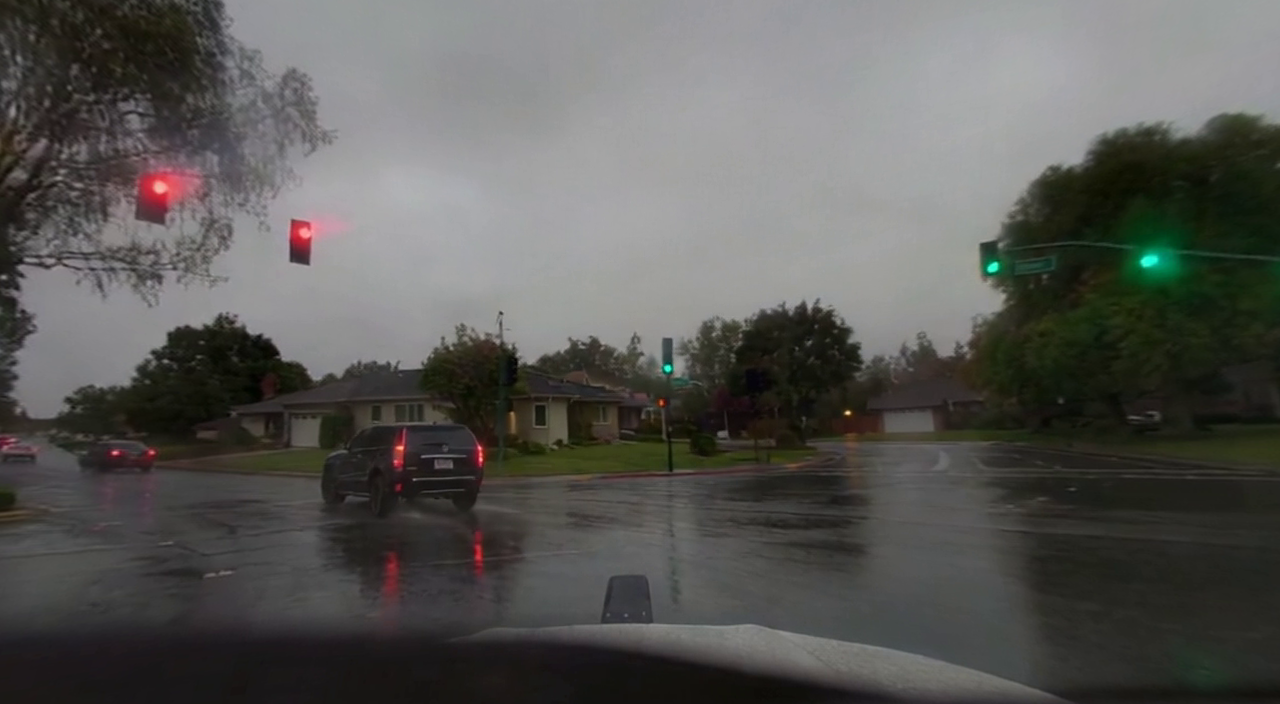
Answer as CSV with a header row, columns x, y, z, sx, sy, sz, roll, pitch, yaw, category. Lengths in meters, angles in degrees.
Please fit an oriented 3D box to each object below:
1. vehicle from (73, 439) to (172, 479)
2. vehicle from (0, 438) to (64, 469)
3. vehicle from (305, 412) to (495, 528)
x,y,z,sx,sy,sz,roll,pitch,yaw,category
-20.979,4.275,25.497,4.558,1.433,1.983,-6,-9,37,vehicle
-32.578,5.367,33.602,3.759,1.520,1.854,-6,-9,35,vehicle
-4.982,2.215,12.654,2.141,1.833,4.704,5,-9,-38,vehicle
